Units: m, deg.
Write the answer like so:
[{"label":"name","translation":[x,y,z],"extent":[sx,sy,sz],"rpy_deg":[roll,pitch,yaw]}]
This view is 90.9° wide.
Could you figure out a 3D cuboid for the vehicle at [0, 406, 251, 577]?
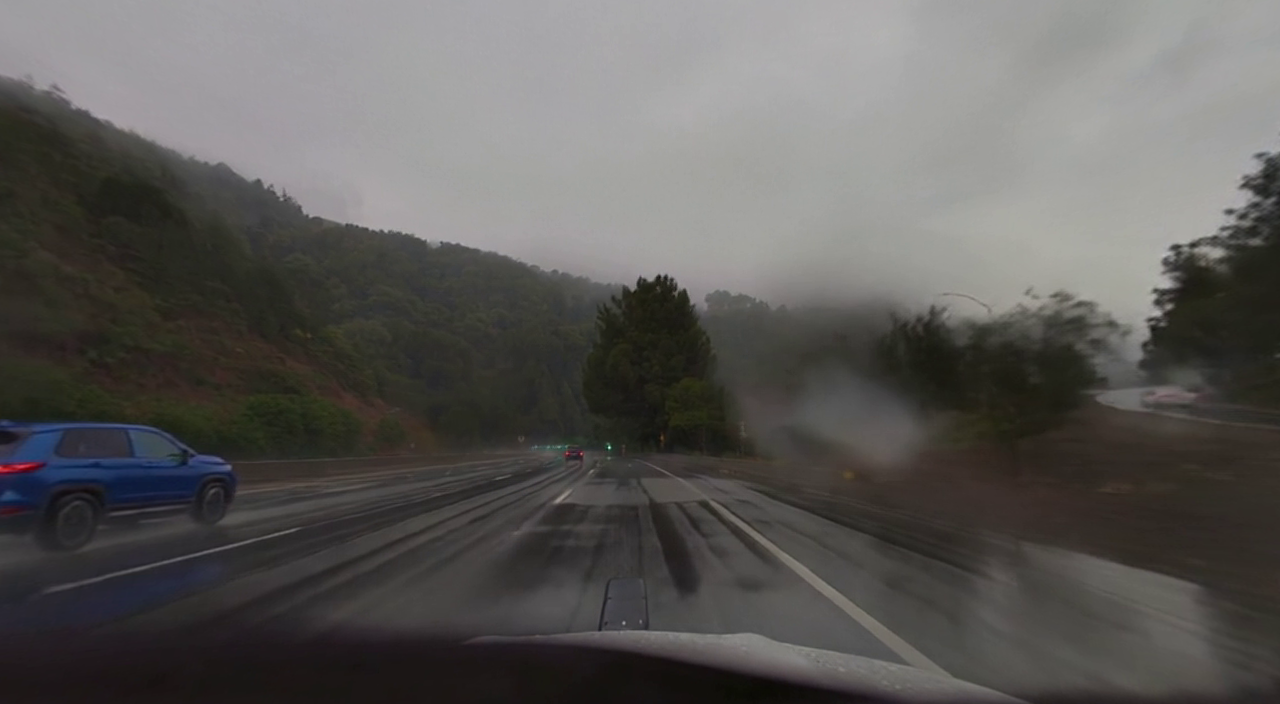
[{"label":"vehicle","translation":[-7.503,1.671,8.120],"extent":[2.046,1.712,4.533],"rpy_deg":[0,-8,0]}]
